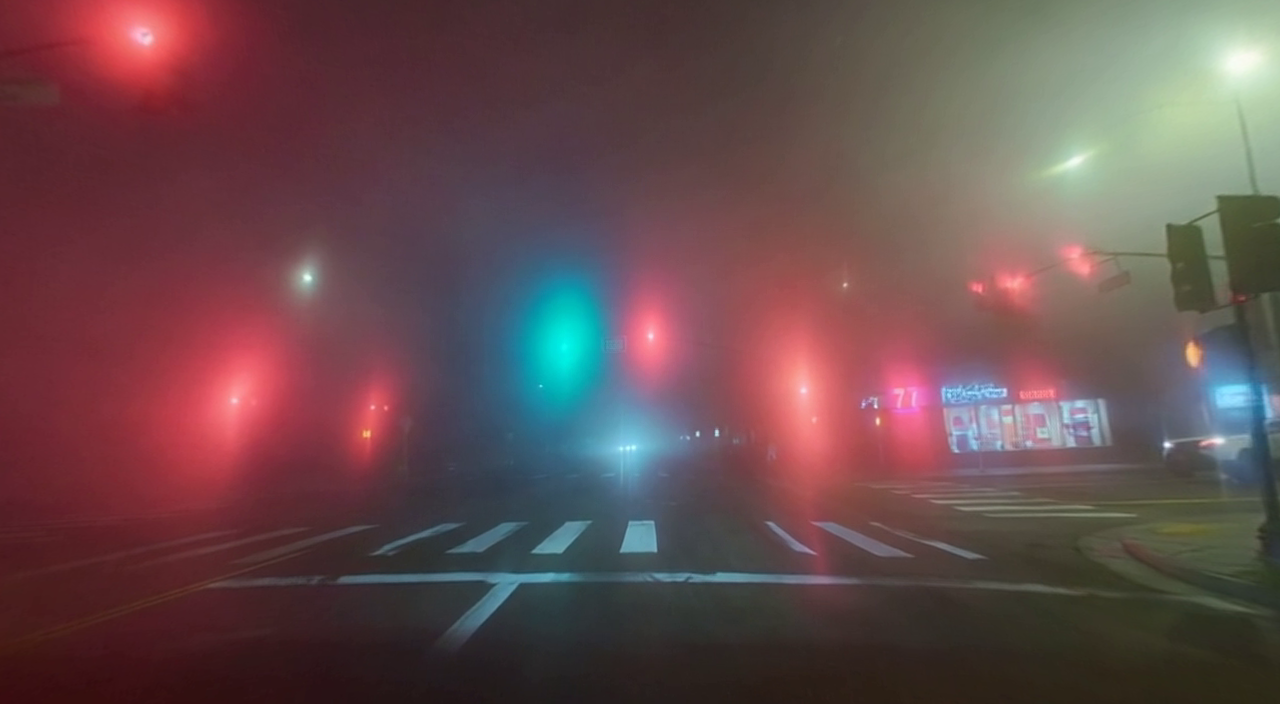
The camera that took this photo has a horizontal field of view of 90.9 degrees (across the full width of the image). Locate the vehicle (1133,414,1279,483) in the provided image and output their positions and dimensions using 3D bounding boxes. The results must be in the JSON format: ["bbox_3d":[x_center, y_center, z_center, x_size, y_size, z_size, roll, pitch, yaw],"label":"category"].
[{"bbox_3d":[16.950,2.660,17.458,4.836,1.795,1.957,0,-8,0],"label":"vehicle"}]
